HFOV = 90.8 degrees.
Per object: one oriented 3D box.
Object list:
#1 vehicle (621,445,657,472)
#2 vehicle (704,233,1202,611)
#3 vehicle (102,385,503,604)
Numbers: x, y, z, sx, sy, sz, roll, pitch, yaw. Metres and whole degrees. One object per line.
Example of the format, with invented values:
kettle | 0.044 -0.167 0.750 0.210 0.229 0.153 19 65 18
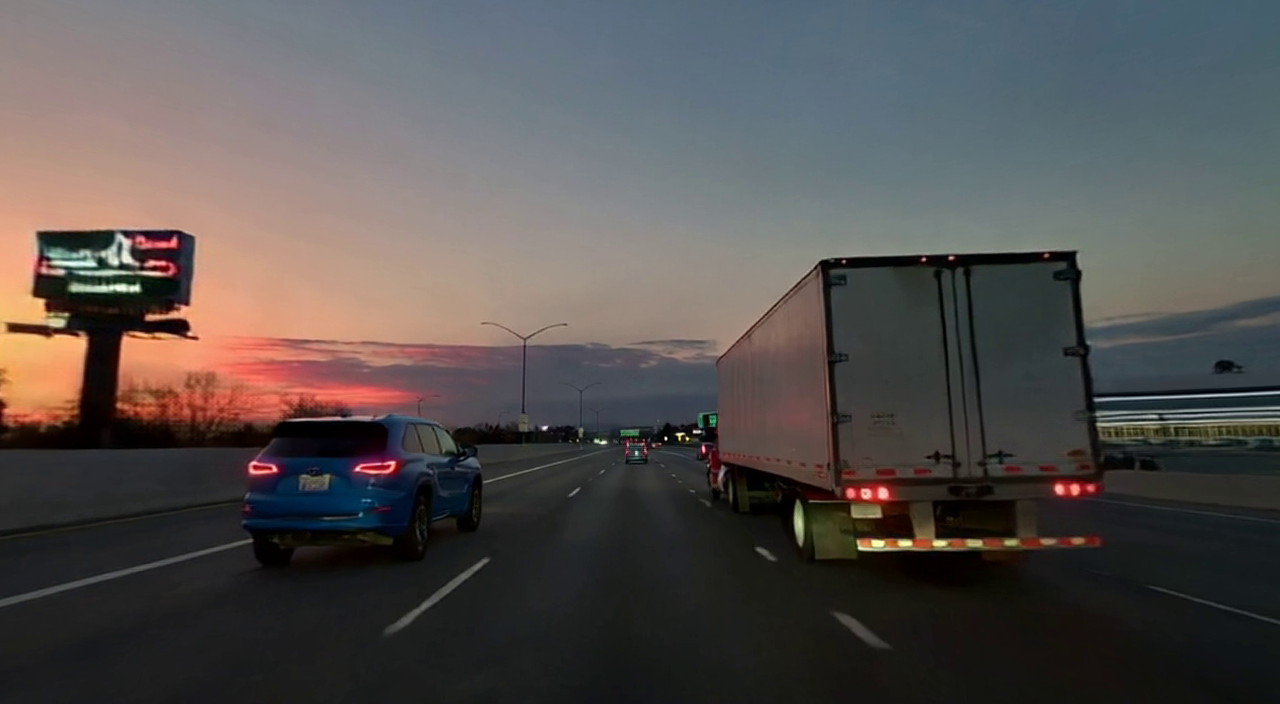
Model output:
vehicle | -0.072 5.953 35.590 1.929 1.395 3.999 0 -8 0
vehicle | 3.242 1.350 11.026 2.934 3.325 10.986 0 -8 -1
vehicle | -3.320 1.531 7.665 2.229 1.806 4.698 0 -8 0
